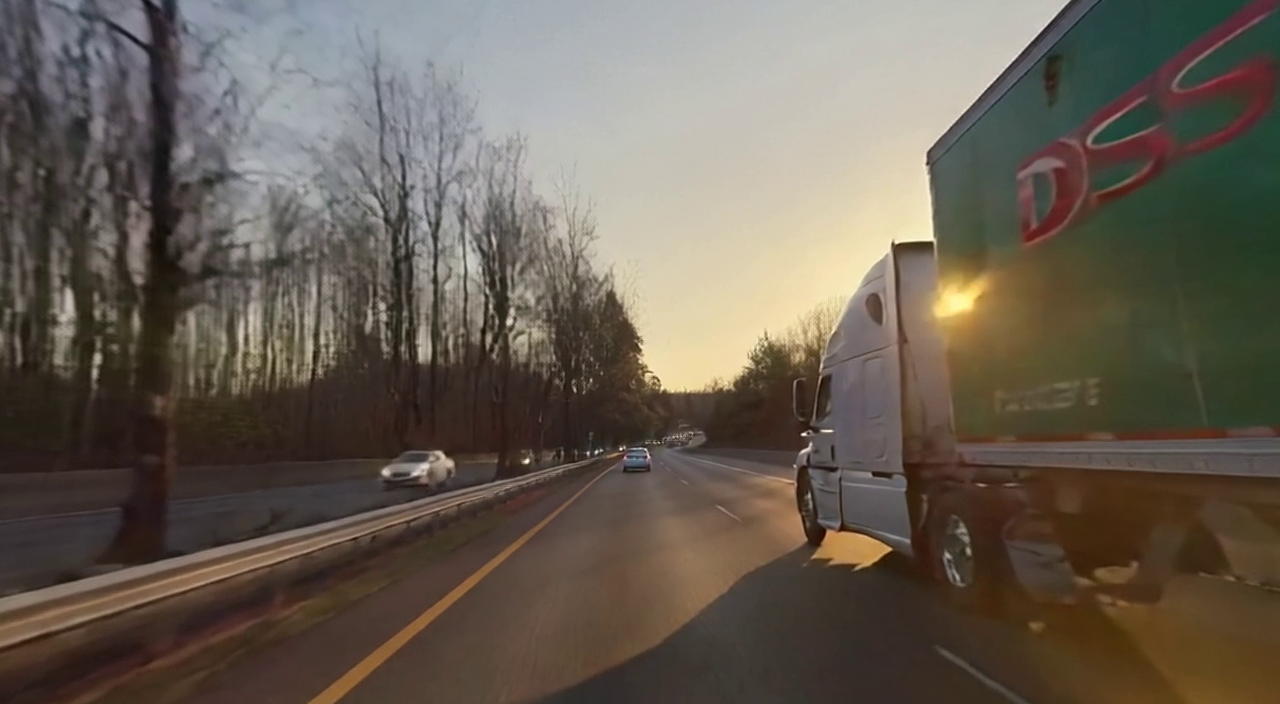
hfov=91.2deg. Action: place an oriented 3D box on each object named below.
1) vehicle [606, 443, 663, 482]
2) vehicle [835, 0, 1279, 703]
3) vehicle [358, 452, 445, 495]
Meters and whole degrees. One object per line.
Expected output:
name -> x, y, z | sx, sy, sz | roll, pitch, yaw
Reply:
vehicle -> -0.242, 4.712, 26.899 | 2.244, 1.506, 4.097 | 0, -9, -1
vehicle -> 4.401, -0.575, 1.254 | 3.317, 4.020, 14.141 | 0, -9, -1
vehicle -> -9.245, 4.705, 24.639 | 1.855, 1.512, 3.940 | -1, -9, 0
